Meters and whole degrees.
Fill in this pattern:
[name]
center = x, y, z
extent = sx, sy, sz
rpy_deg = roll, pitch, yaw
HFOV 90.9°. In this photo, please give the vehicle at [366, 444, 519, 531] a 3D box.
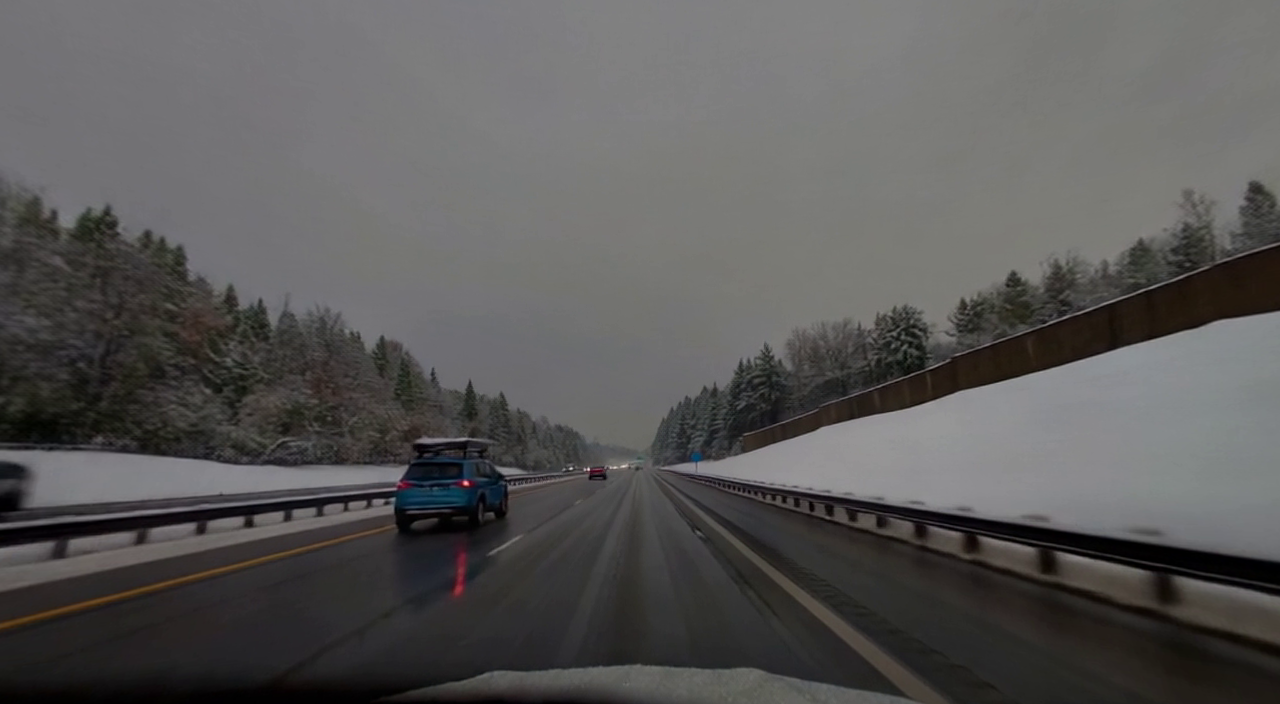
[vehicle]
center = -4.254, 3.029, 14.422
extent = 2.022, 1.650, 4.331
rpy_deg = 0, -10, 1
